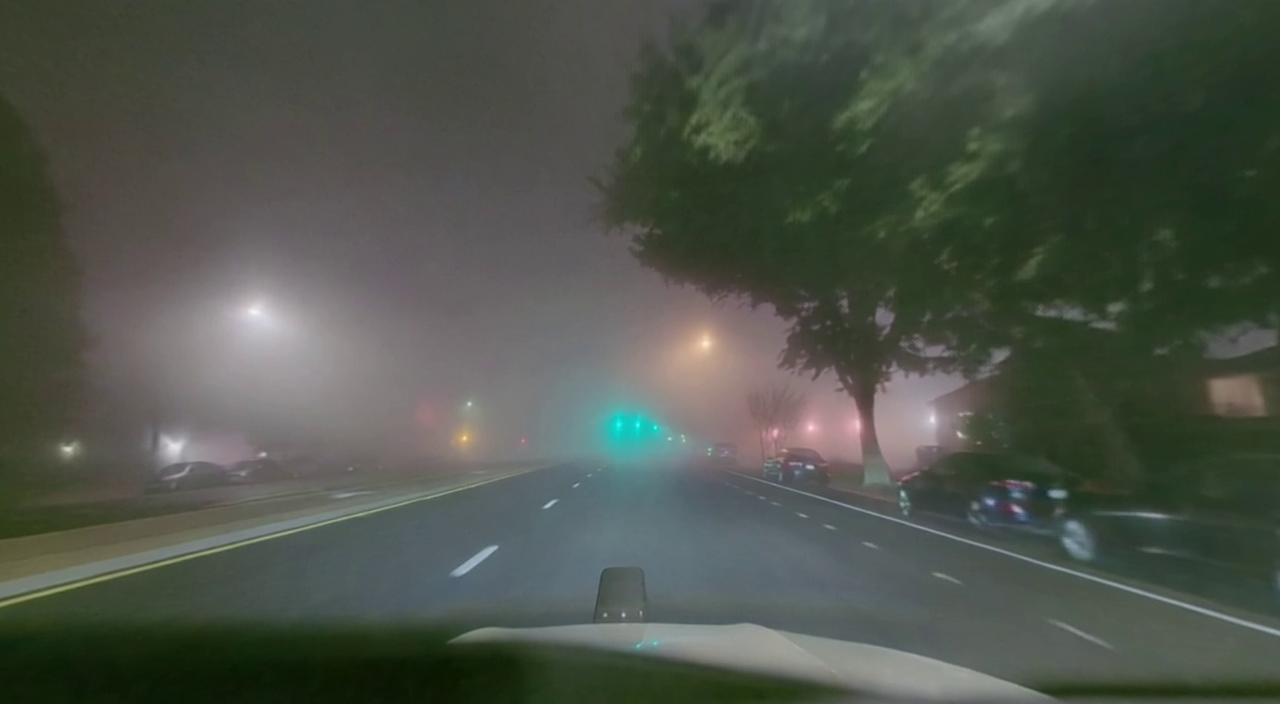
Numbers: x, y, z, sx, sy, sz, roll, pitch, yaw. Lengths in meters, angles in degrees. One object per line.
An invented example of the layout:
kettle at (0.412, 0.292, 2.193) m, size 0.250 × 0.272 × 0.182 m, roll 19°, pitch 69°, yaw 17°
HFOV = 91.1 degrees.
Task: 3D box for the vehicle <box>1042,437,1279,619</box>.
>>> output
vehicle at (6.257, 1.540, 5.744) m, size 1.922 × 1.494 × 4.772 m, roll 0°, pitch -9°, yaw -1°

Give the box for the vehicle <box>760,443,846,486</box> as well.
vehicle at (6.143, 4.296, 24.238) m, size 1.945 × 1.481 × 4.421 m, roll 0°, pitch -9°, yaw -3°

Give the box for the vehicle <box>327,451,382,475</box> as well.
vehicle at (-22.038, 8.557, 48.670) m, size 1.911 × 1.473 × 4.610 m, roll -2°, pitch -6°, yaw 3°

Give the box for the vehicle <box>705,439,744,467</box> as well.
vehicle at (5.900, 7.102, 44.219) m, size 2.004 × 1.816 × 4.585 m, roll 0°, pitch -9°, yaw -1°

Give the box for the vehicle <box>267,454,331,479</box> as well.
vehicle at (-22.237, 7.441, 41.127) m, size 1.785 × 1.461 × 4.377 m, roll 0°, pitch -9°, yaw 0°

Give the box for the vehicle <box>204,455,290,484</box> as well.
vehicle at (-22.200, 6.620, 35.723) m, size 1.810 × 1.490 × 4.783 m, roll 0°, pitch -9°, yaw 0°

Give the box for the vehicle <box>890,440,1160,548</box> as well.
vehicle at (6.367, 2.358, 11.173) m, size 1.872 × 1.493 × 4.470 m, roll 0°, pitch -9°, yaw -1°

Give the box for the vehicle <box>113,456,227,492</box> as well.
vehicle at (-22.202, 5.750, 29.925) m, size 1.902 × 1.478 × 4.755 m, roll 0°, pitch -9°, yaw -3°
